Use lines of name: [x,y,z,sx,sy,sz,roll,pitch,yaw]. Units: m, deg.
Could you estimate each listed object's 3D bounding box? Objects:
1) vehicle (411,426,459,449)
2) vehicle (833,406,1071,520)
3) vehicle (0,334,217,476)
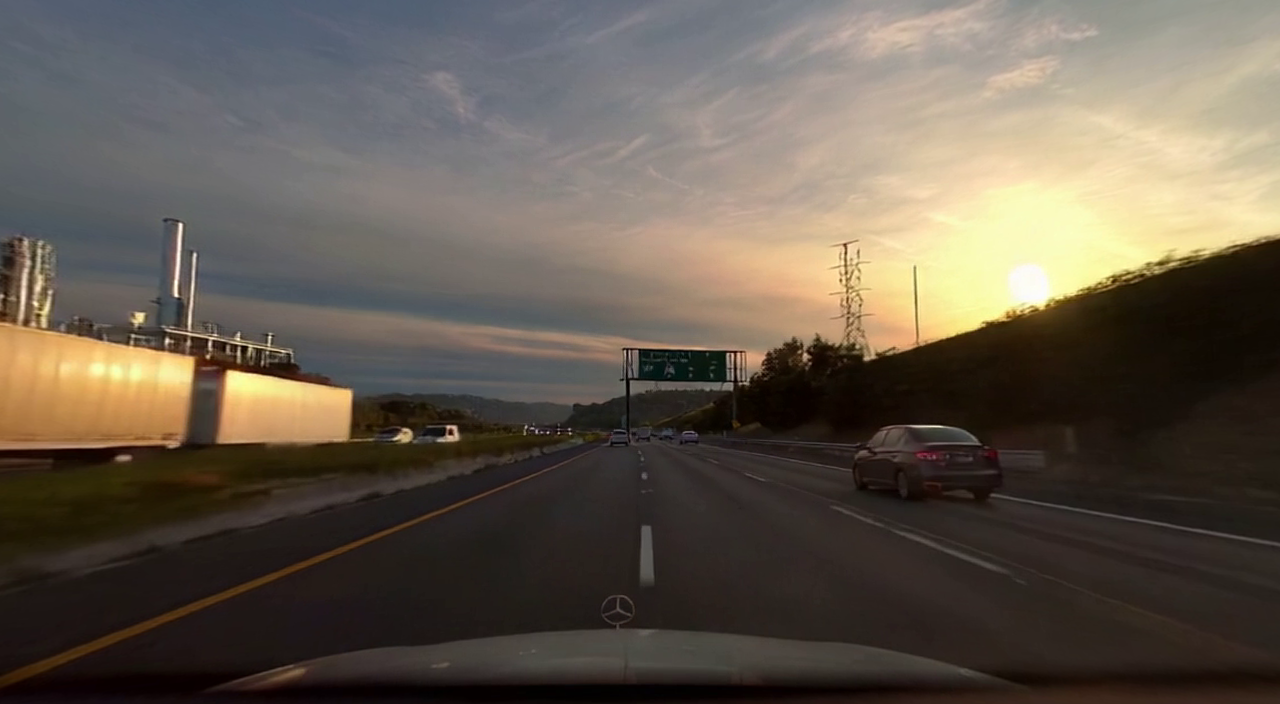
vehicle: [-14.092,5.928,43.545,1.917,1.523,4.300,0,-8,0]
vehicle: [5.146,1.884,11.225,2.022,1.637,4.229,0,-8,-1]
vehicle: [-18.172,1.931,20.949,2.889,3.887,7.435,0,-8,0]
